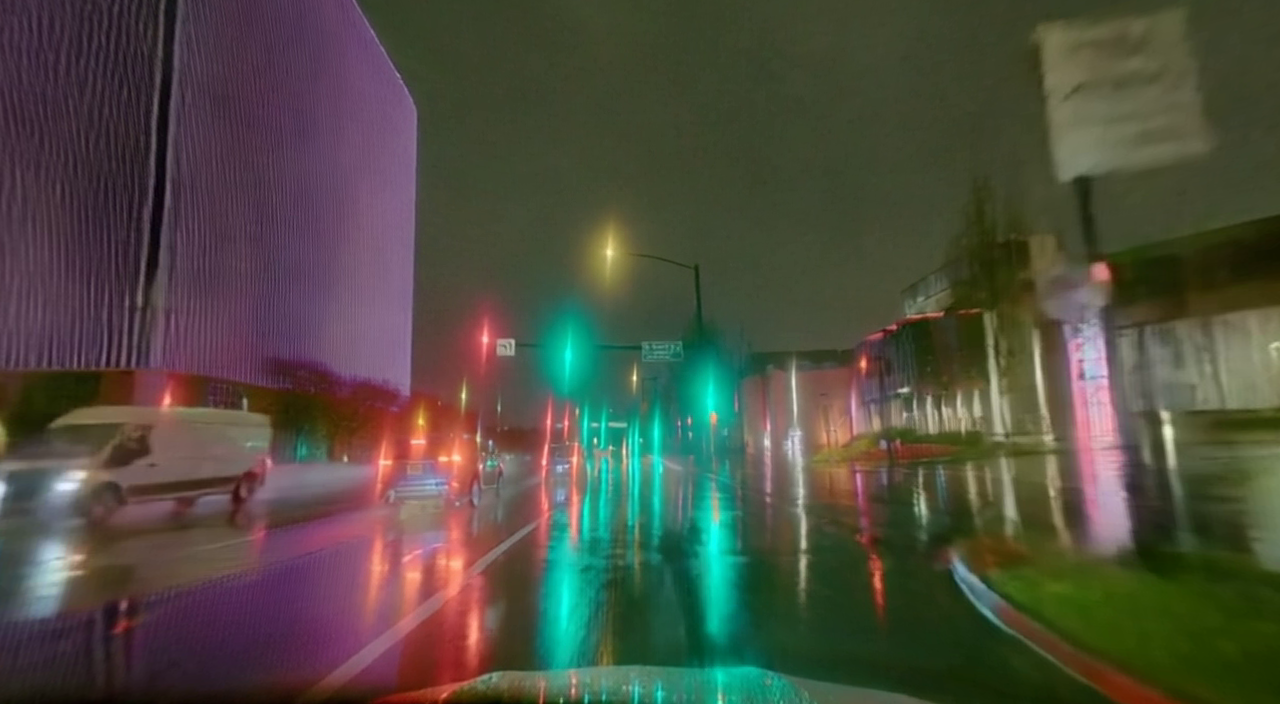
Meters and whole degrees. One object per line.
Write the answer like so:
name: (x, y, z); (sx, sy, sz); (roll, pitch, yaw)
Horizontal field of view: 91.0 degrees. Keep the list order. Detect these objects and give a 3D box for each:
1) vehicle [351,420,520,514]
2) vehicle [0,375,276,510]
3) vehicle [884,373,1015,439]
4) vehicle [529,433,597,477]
vehicle: (-4.289, 2.503, 14.174); (2.169, 1.741, 4.588); (0, -9, 1)
vehicle: (-16.375, 3.014, 21.007); (3.394, 3.584, 8.313); (0, -9, 0)
vehicle: (15.700, 2.887, 32.340); (4.005, 2.827, 4.538); (4, -10, -10)
vehicle: (-3.526, 4.866, 29.957); (2.384, 1.849, 5.009); (0, -9, 3)
